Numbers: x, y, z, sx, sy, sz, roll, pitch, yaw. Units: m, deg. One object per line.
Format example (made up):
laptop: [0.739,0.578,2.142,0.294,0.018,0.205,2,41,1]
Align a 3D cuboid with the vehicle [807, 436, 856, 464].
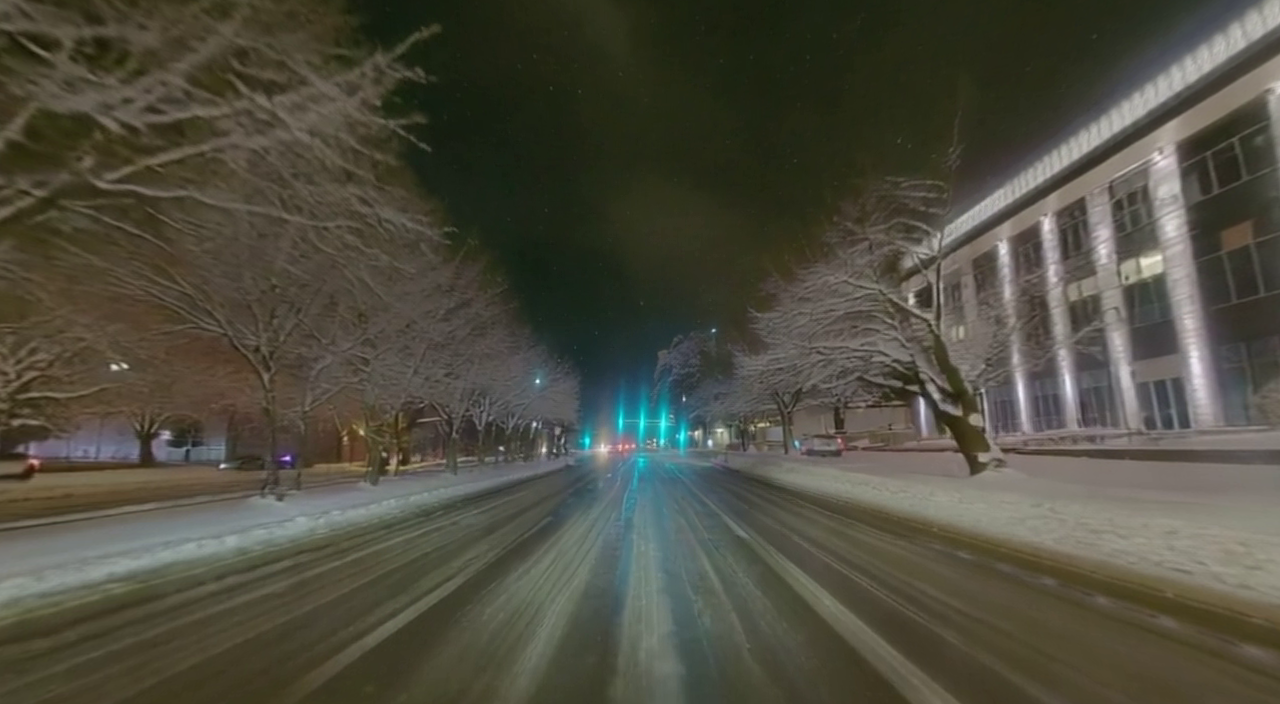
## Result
vehicle: [13.107,6.749,43.467,2.028,1.788,5.064,-1,-8,2]
